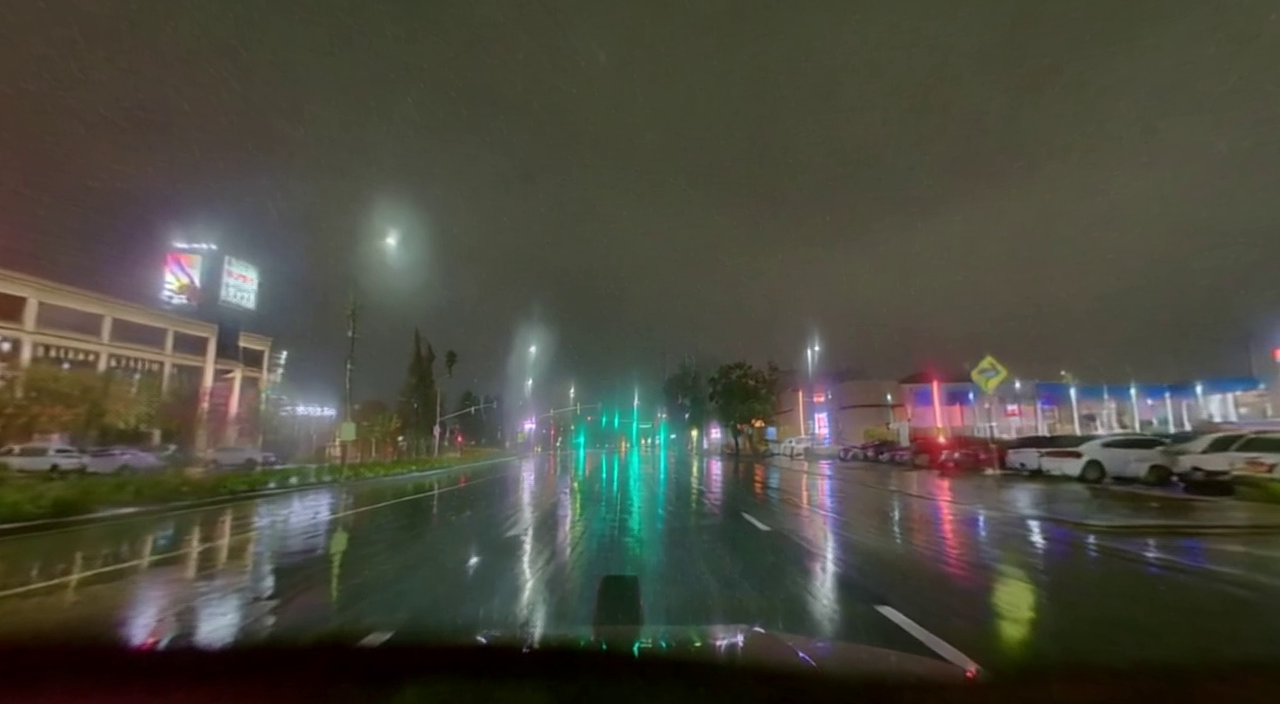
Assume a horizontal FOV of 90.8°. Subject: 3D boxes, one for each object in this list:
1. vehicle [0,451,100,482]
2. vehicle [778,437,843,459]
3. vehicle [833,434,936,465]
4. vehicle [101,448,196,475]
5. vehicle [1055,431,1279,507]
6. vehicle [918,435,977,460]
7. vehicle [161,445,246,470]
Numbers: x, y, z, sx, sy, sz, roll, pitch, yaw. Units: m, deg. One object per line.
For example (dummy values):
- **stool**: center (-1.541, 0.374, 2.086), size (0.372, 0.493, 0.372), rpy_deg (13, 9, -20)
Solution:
- **vehicle**: center (-30.221, 5.757, 31.797), size (4.311, 1.457, 1.808), rpy_deg (0, -8, -2)
- **vehicle**: center (13.312, 7.542, 49.459), size (4.386, 1.570, 2.043), rpy_deg (-1, -9, -2)
- **vehicle**: center (14.227, 5.728, 37.018), size (5.134, 1.732, 2.047), rpy_deg (0, -8, 0)
- **vehicle**: center (-30.702, 6.835, 39.524), size (4.323, 1.467, 1.895), rpy_deg (-2, -9, -1)
- **vehicle**: center (12.801, 2.776, 15.443), size (1.928, 1.465, 4.874), rpy_deg (-2, -9, -1)
- **vehicle**: center (22.925, 7.121, 47.274), size (1.997, 1.784, 4.921), rpy_deg (0, -8, 1)
- **vehicle**: center (-30.810, 7.445, 44.708), size (4.441, 1.667, 2.223), rpy_deg (-1, -8, 6)
